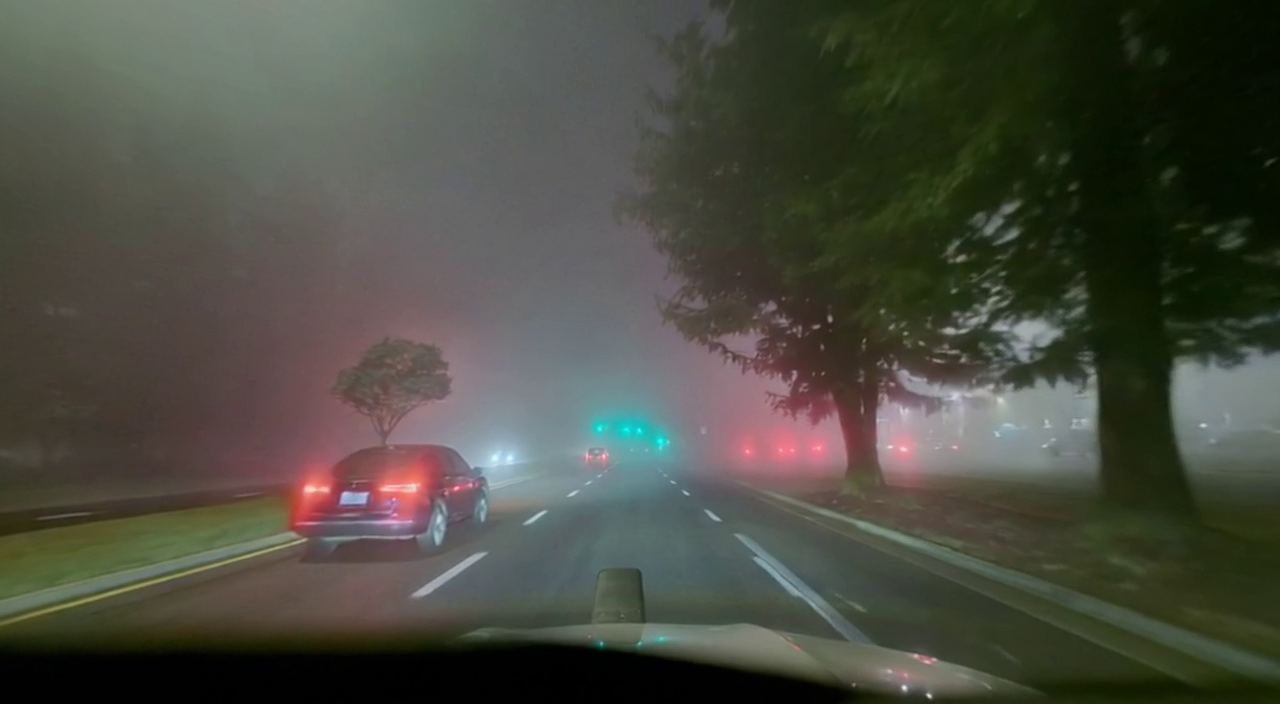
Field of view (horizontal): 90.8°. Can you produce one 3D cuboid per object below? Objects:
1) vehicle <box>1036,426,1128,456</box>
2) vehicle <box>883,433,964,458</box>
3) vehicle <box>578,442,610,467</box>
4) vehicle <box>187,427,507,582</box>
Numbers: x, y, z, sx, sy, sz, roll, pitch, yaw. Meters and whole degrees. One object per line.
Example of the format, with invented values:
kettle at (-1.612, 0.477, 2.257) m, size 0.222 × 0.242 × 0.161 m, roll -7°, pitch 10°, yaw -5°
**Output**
vehicle at (27.273, 5.580, 39.218) m, size 1.837 × 1.720 × 4.764 m, roll 1°, pitch -9°, yaw -7°
vehicle at (19.512, 6.447, 43.593) m, size 4.465 × 1.587 × 2.178 m, roll 0°, pitch -11°, yaw -6°
vehicle at (-3.433, 7.763, 47.957) m, size 2.138 × 1.733 × 4.427 m, roll 0°, pitch -9°, yaw 0°
vehicle at (-3.388, 1.870, 8.690) m, size 2.011 × 1.498 × 4.914 m, roll 0°, pitch -9°, yaw 1°
